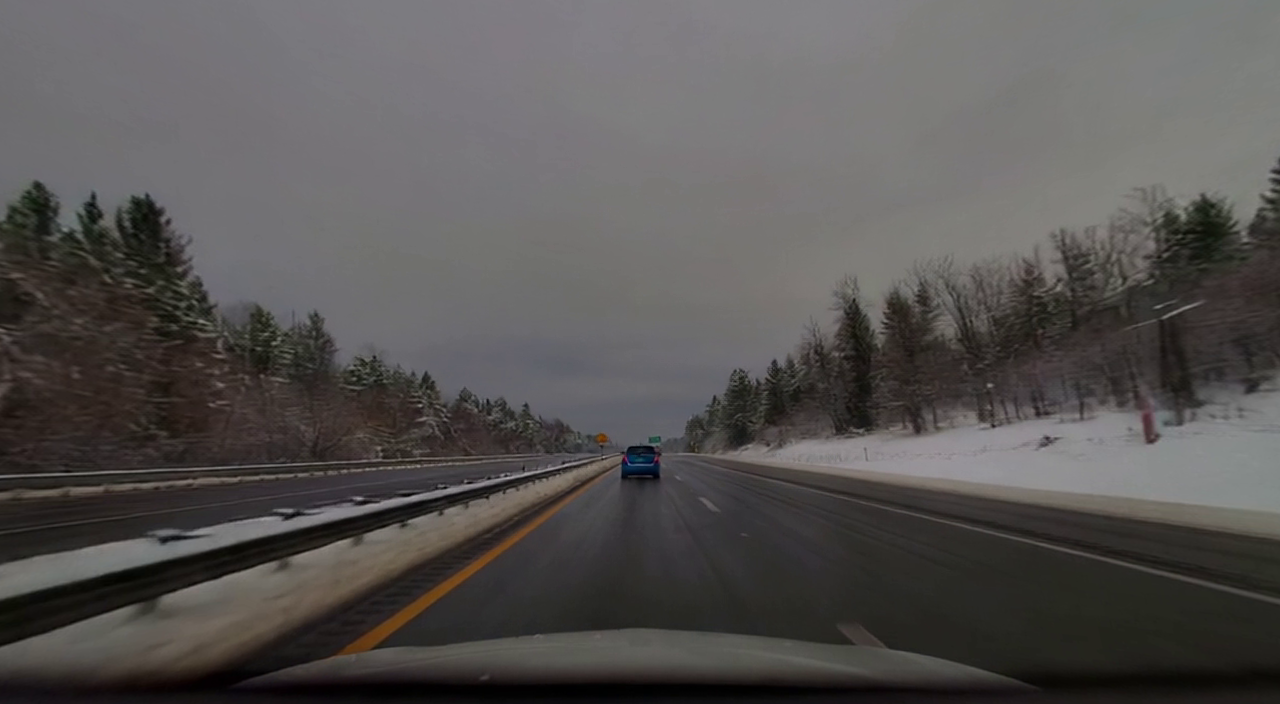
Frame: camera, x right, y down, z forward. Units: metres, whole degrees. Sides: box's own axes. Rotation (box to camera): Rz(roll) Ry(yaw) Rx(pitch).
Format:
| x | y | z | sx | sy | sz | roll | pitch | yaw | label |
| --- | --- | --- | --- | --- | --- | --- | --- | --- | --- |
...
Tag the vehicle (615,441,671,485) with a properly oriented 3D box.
| x | y | z | sx | sy | sz | roll | pitch | yaw | label |
| --- | --- | --- | --- | --- | --- | --- | --- | --- | --- |
| 0.147 | 4.680 | 26.825 | 2.190 | 1.706 | 4.062 | 0 | -9 | 1 | vehicle |
